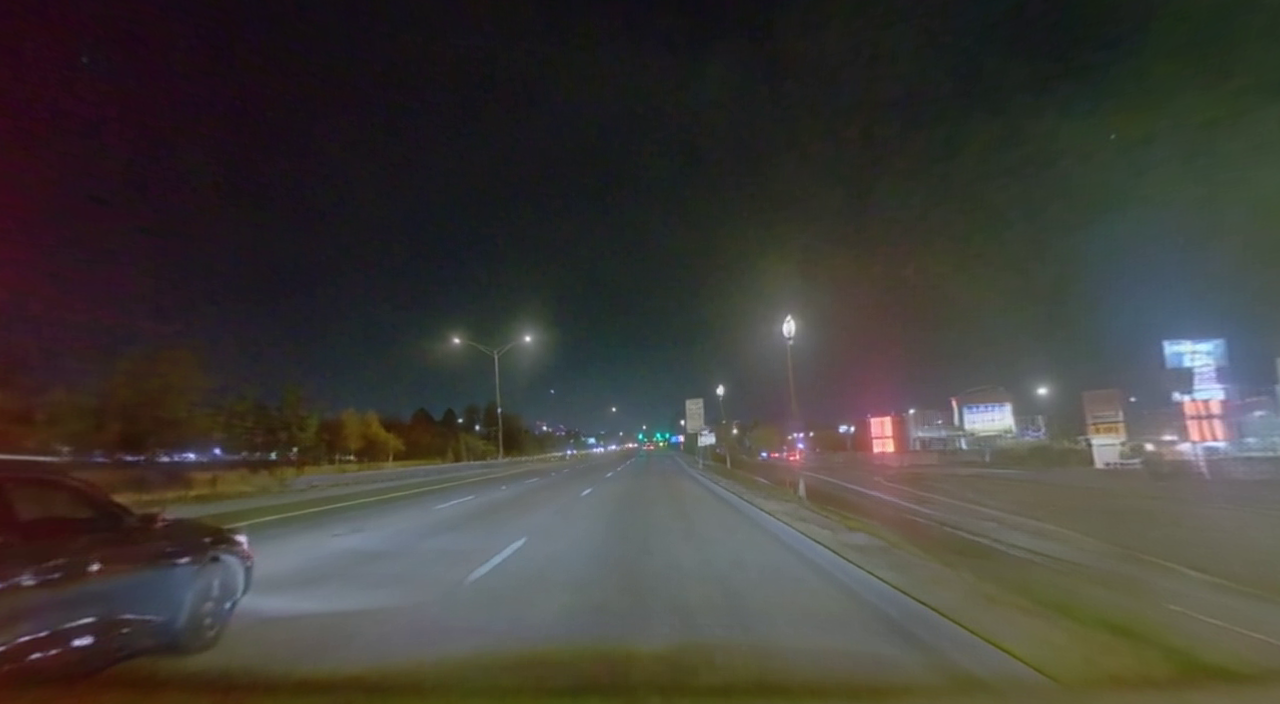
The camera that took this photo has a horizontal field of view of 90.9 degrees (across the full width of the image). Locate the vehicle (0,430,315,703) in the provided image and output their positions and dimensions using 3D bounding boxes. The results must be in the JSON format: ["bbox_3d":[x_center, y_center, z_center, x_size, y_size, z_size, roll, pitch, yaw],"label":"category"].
[{"bbox_3d":[-3.600,1.075,2.602,1.972,1.490,4.591,0,-8,2],"label":"vehicle"}]
